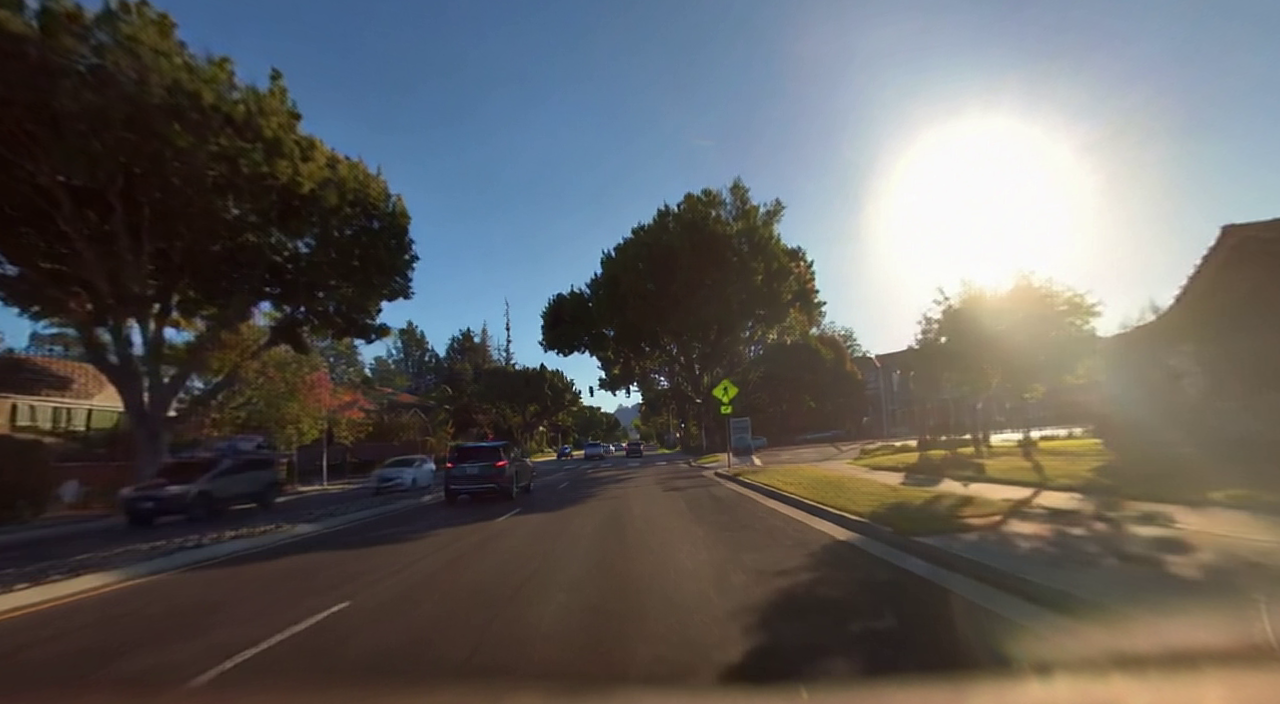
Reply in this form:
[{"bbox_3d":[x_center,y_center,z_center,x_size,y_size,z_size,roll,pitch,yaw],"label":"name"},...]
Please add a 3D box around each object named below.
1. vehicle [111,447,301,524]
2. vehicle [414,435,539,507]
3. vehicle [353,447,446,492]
[{"bbox_3d":[-14.504,4.413,21.804,2.263,2.211,6.122,0,-8,-1],"label":"vehicle"},{"bbox_3d":[-4.295,3.205,17.481,2.169,1.706,4.638,0,-9,1],"label":"vehicle"},{"bbox_3d":[-10.895,5.393,29.127,2.149,1.802,5.007,-3,-10,2],"label":"vehicle"}]
